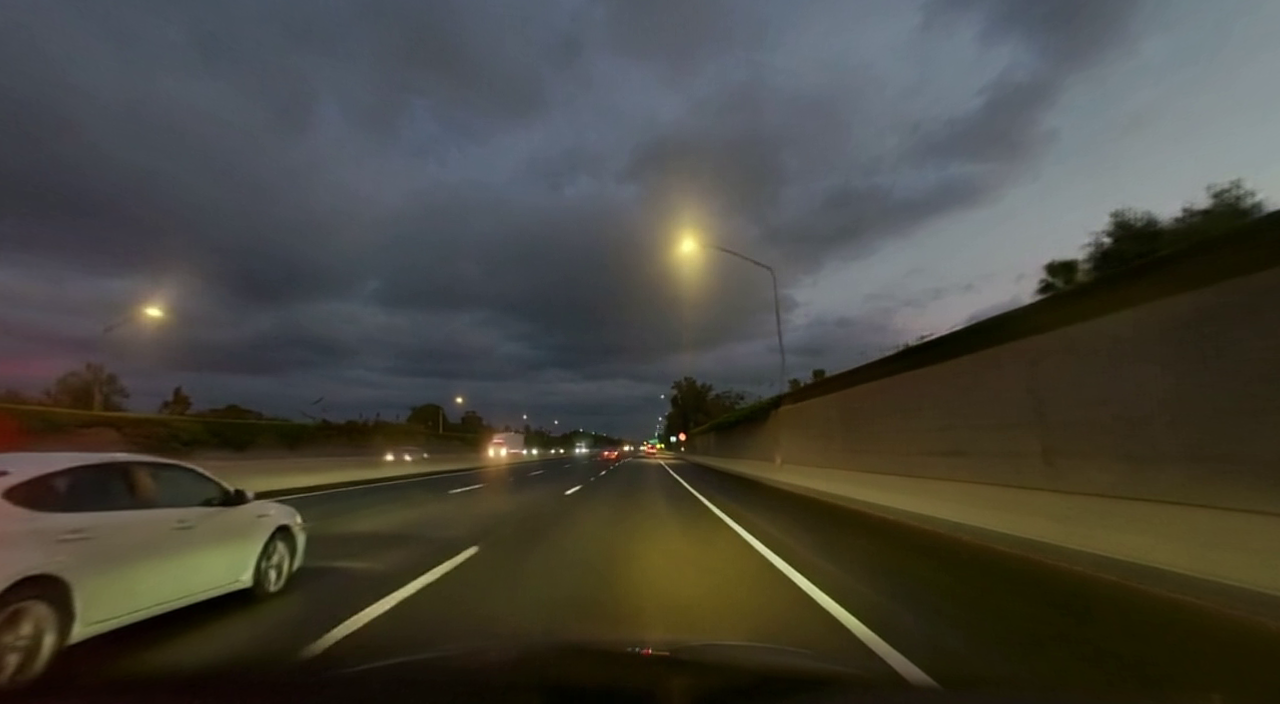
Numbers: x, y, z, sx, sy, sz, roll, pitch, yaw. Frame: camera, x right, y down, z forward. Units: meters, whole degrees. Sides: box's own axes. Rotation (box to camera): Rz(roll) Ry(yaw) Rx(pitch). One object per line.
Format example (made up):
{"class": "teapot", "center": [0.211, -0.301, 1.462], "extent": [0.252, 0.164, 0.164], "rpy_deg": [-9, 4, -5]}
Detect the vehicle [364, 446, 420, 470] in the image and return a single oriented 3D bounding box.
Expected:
{"class": "vehicle", "center": [-17.456, 7.465, 44.620], "extent": [1.965, 1.552, 4.575], "rpy_deg": [-1, -9, 2]}

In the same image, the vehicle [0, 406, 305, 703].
{"class": "vehicle", "center": [-3.804, 1.115, 3.497], "extent": [1.991, 1.507, 3.391], "rpy_deg": [0, -9, 0]}
